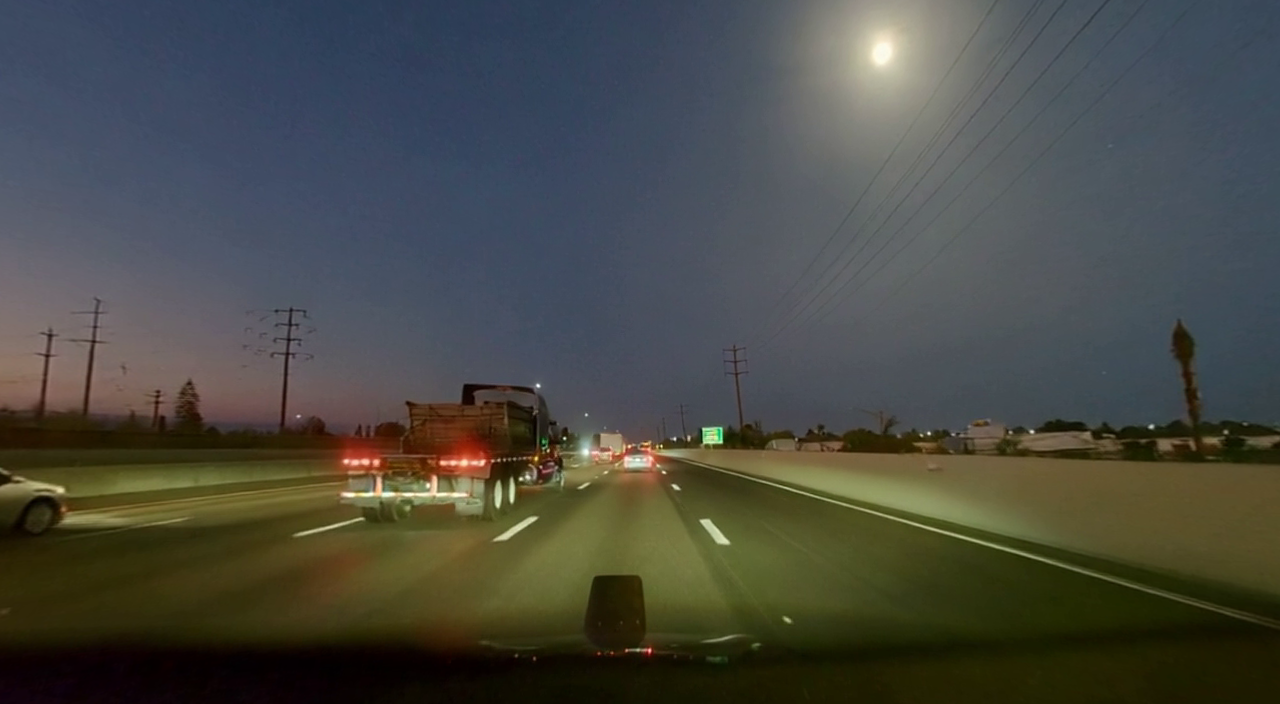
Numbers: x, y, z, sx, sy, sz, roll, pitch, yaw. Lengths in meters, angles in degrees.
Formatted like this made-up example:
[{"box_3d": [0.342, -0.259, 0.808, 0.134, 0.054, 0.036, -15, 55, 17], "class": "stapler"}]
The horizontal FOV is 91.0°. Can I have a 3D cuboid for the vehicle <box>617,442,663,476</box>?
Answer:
[{"box_3d": [0.004, 5.473, 32.347, 2.178, 1.640, 4.071, 0, -9, 0], "class": "vehicle"}]

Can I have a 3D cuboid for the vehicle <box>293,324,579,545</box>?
[{"box_3d": [-3.422, 1.878, 13.866, 3.023, 3.246, 9.102, 0, -9, 2], "class": "vehicle"}]
